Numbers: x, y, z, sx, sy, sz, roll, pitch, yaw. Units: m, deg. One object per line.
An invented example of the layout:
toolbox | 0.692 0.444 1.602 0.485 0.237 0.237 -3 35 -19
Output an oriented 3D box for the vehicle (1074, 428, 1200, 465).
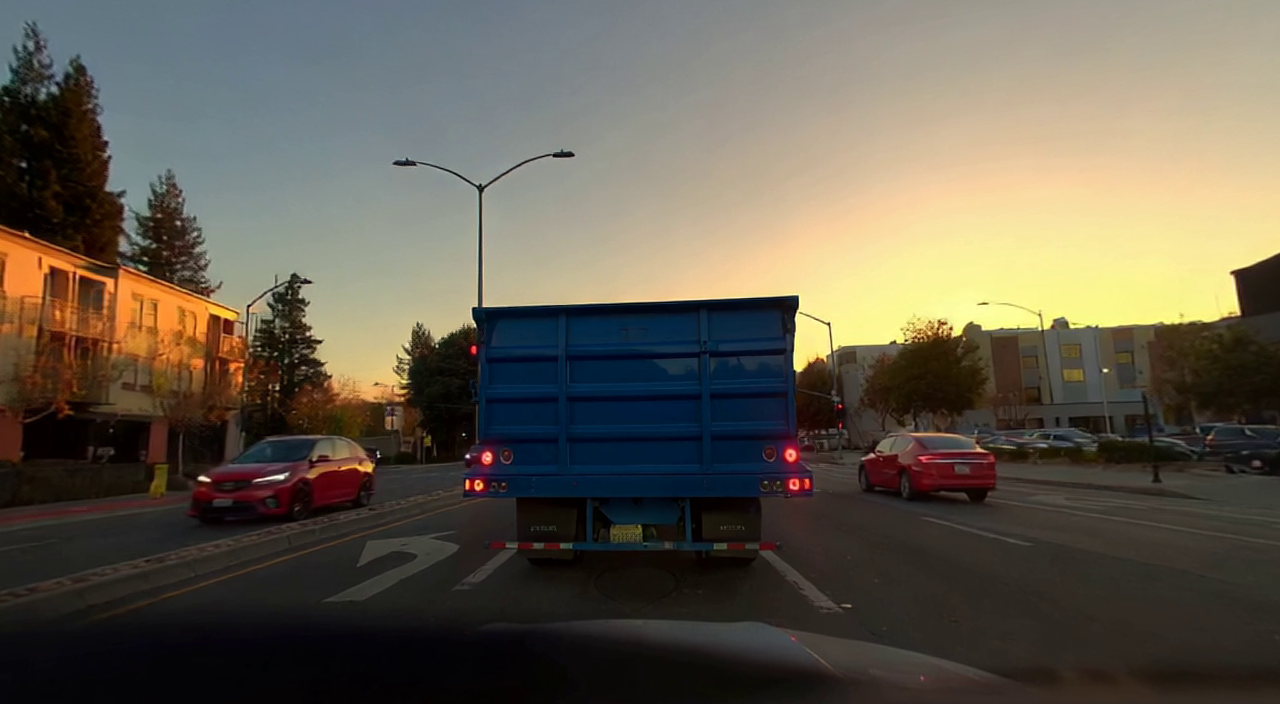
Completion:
vehicle | 23.112 4.390 29.435 4.171 1.614 1.894 -1 -8 1

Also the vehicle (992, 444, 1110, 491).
vehicle | 14.300 4.009 22.207 1.702 1.475 3.670 -1 -8 1

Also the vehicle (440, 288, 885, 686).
vehicle | 0.273 1.297 7.396 2.650 2.391 7.008 -1 -8 3

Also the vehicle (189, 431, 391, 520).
vehicle | -8.027 2.849 15.193 2.052 1.772 4.838 -1 -8 0

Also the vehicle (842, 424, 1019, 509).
vehicle | 6.965 2.800 15.889 2.160 1.772 4.883 -1 -8 1
